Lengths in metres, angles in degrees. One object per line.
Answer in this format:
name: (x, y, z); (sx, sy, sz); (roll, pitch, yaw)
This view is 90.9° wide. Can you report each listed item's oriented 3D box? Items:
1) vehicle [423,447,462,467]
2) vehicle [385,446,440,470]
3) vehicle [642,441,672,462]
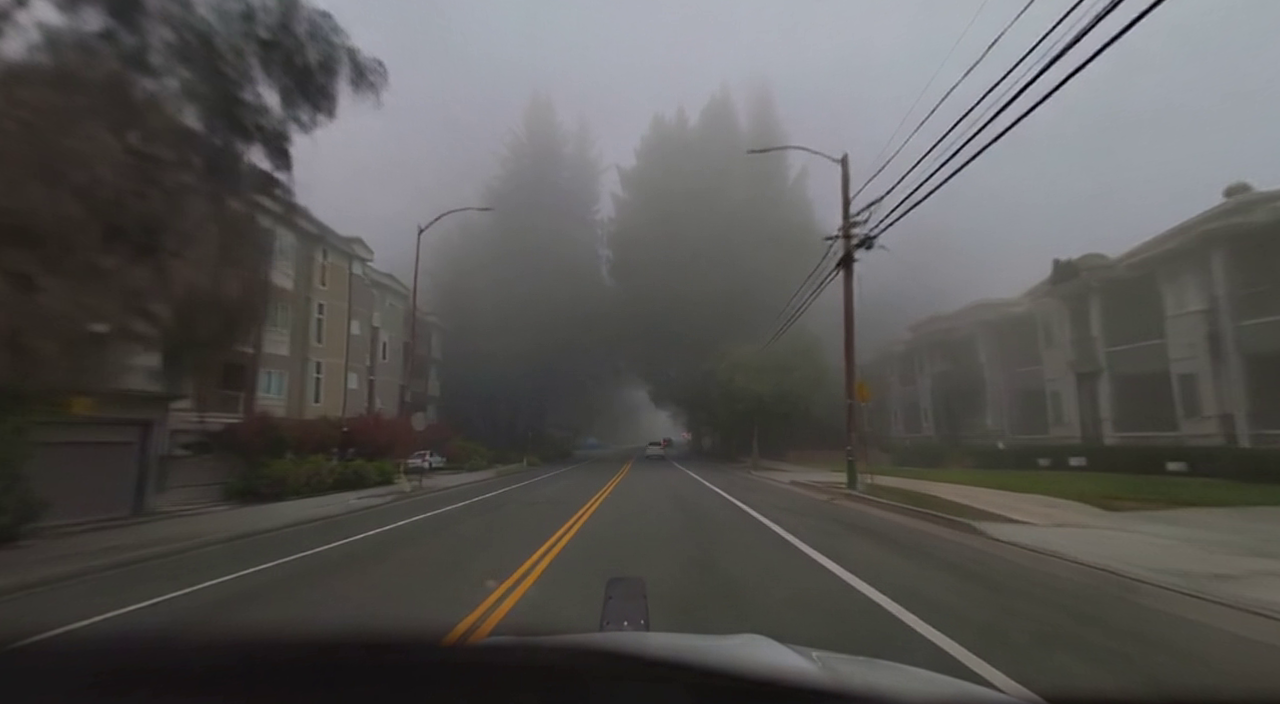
vehicle: (-15.326, 8.120, 49.106); (1.692, 1.477, 3.902); (0, -9, 1)
vehicle: (-15.531, 7.262, 43.359); (2.113, 1.501, 4.659); (0, -9, -1)
vehicle: (1.193, 7.358, 46.508); (2.097, 1.463, 4.043); (0, -9, 0)
